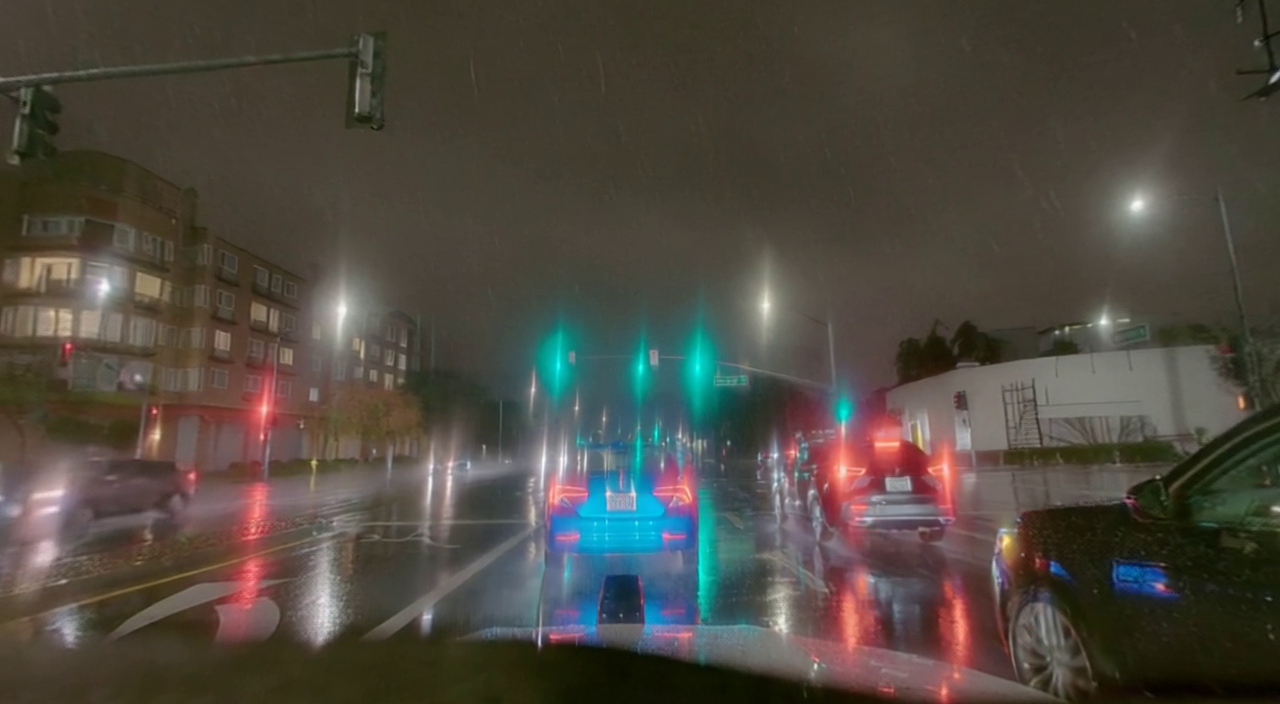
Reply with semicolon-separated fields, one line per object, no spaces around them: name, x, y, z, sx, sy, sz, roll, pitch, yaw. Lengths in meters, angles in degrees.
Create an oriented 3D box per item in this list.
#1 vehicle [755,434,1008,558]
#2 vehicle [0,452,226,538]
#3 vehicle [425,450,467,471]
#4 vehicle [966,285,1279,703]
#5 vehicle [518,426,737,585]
vehicle;3.226;2.007;9.625;2.009;1.414;4.416;0;-8;-2
vehicle;-11.615;2.992;13.935;1.887;1.516;4.524;0;-8;0
vehicle;-14.683;8.207;48.001;1.817;1.442;4.371;0;-8;0
vehicle;3.015;0.635;1.586;2.047;1.785;4.357;0;-8;0
vehicle;-0.135;1.765;8.073;2.095;1.502;3.873;0;-8;0
